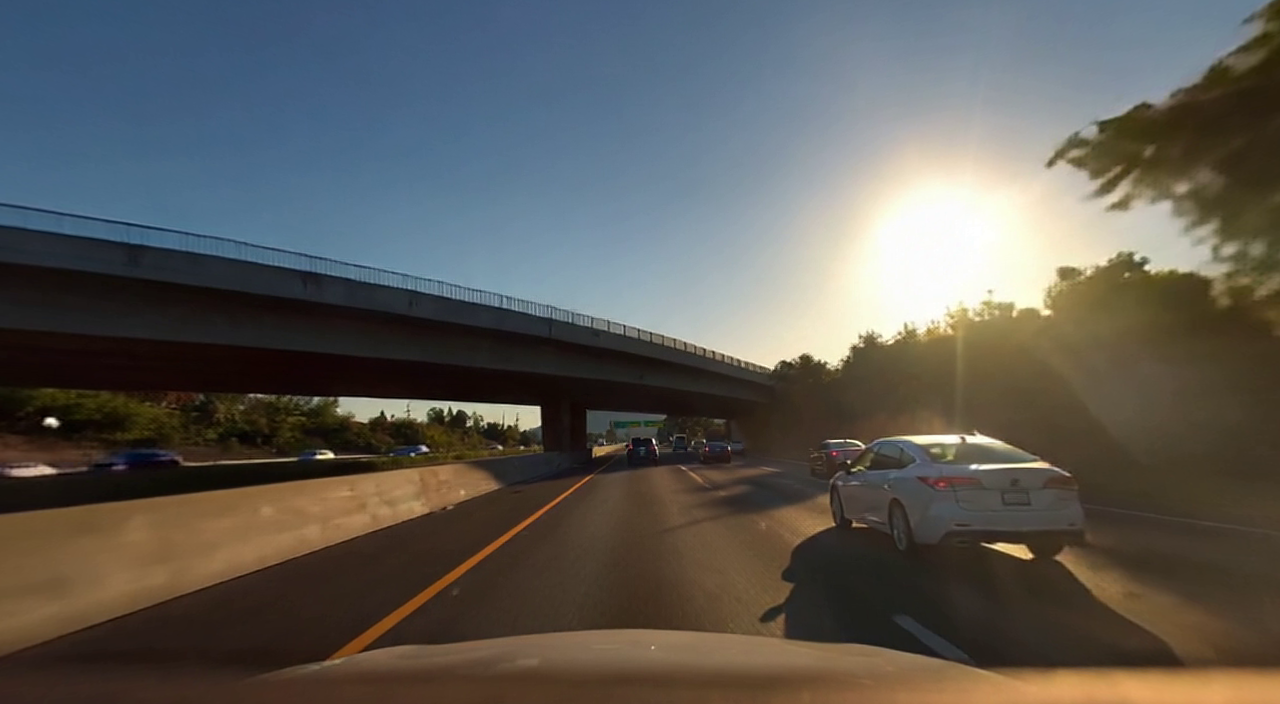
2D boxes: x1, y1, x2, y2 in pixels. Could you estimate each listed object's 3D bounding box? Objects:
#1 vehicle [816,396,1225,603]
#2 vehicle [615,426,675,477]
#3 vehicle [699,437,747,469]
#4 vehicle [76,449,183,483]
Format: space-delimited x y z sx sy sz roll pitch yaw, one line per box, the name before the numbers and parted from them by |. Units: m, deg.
vehicle | 3.725 1.518 7.405 2.003 1.661 4.418 0 -8 0
vehicle | 0.176 3.914 25.020 2.189 1.852 4.038 0 -8 0
vehicle | 4.197 5.167 32.483 1.825 1.487 4.034 0 -8 -1
vehicle | -27.193 6.036 33.808 1.927 1.635 4.529 0 -8 0
